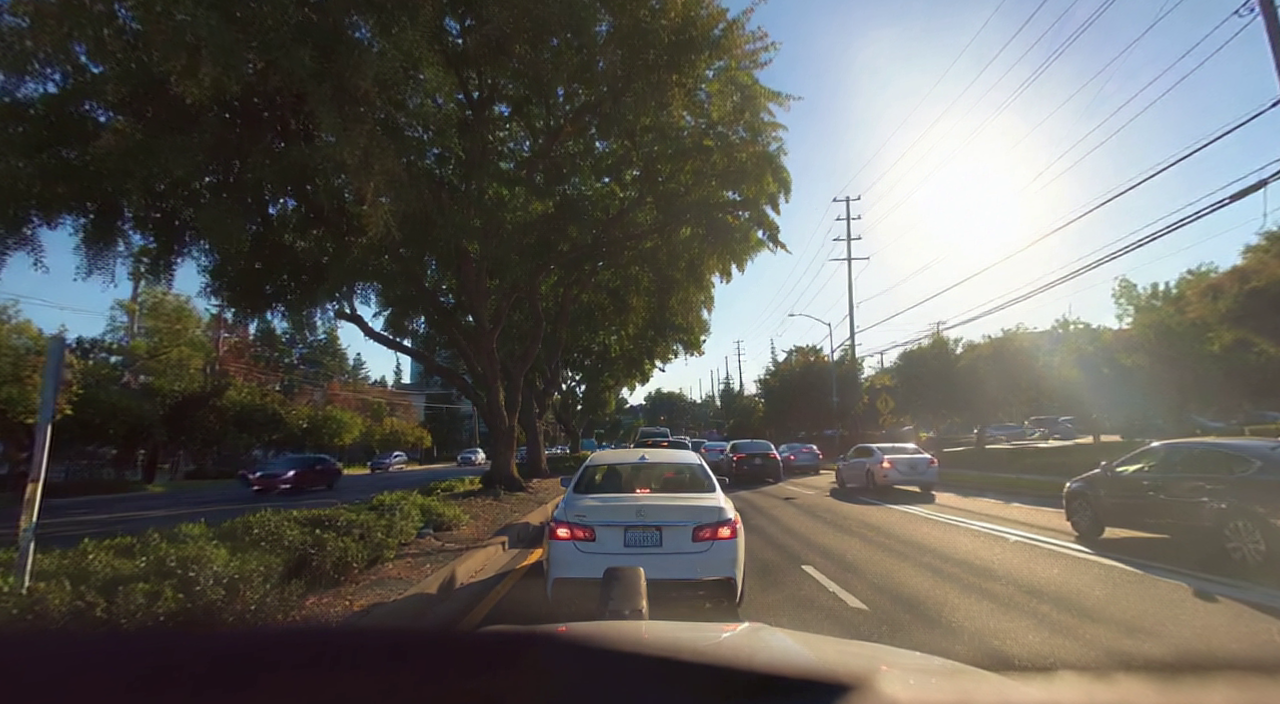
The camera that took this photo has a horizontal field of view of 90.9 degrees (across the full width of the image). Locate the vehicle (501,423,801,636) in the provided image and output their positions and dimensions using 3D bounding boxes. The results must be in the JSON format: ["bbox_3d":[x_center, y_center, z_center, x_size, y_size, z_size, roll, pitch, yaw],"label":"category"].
[{"bbox_3d":[0.066,1.540,6.477,2.108,1.479,3.935,0,-8,0],"label":"vehicle"}]

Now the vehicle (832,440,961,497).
[{"bbox_3d":[7.297,3.332,18.521,1.899,1.458,4.499,0,-8,0],"label":"vehicle"}]

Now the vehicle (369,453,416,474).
[{"bbox_3d":[-19.111,8.580,48.852,1.853,1.489,4.449,0,-8,0],"label":"vehicle"}]

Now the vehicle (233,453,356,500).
[{"bbox_3d":[-11.977,4.309,22.259,1.804,1.430,4.456,0,-8,0],"label":"vehicle"}]

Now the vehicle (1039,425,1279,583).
[{"bbox_3d":[6.991,1.632,7.292,1.850,1.480,4.474,0,-8,1],"label":"vehicle"}]
